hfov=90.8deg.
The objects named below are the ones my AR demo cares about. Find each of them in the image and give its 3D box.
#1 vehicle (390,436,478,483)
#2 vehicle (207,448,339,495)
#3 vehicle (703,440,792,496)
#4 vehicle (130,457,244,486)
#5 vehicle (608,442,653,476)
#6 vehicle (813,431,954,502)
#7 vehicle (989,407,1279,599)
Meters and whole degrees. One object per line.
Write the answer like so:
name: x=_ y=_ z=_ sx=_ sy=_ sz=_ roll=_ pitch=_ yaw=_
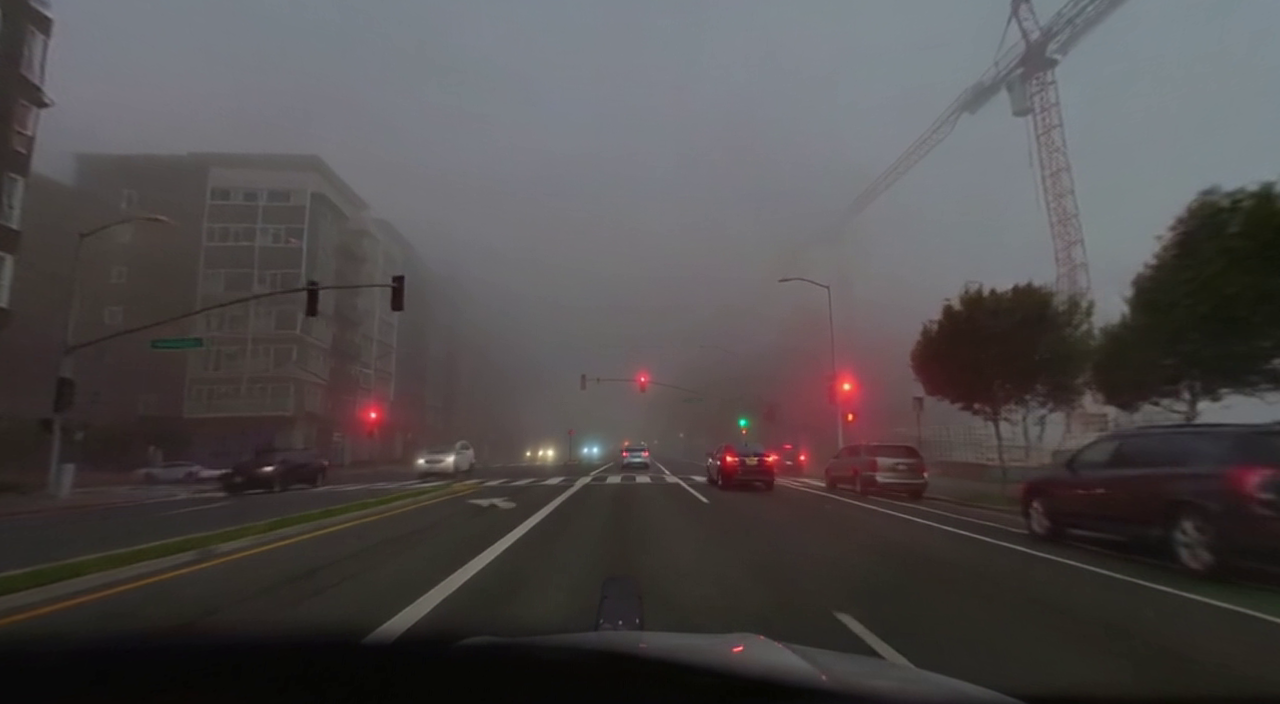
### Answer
vehicle: x=-8.366 y=4.403 z=26.179 sx=2.115 sy=1.723 sz=4.698 roll=0 pitch=-9 yaw=0
vehicle: x=-12.629 y=4.101 z=22.142 sx=1.943 sy=1.473 sz=4.463 roll=0 pitch=-9 yaw=0
vehicle: x=3.097 y=3.418 z=19.042 sx=1.910 sy=1.474 sz=4.003 roll=0 pitch=-9 yaw=-1
vehicle: x=-24.364 y=6.411 z=34.102 sx=4.575 sy=1.414 sz=1.895 roll=0 pitch=-9 yaw=-5
vehicle: x=-0.442 y=5.040 z=30.045 sx=2.006 sy=1.487 sz=3.535 roll=0 pitch=-9 yaw=0
vehicle: x=7.185 y=3.425 z=19.453 sx=2.125 sy=1.838 sz=5.555 roll=0 pitch=-9 yaw=0
vehicle: x=7.349 y=1.775 z=8.215 sx=2.317 sy=1.852 sz=5.530 roll=0 pitch=-9 yaw=-2
